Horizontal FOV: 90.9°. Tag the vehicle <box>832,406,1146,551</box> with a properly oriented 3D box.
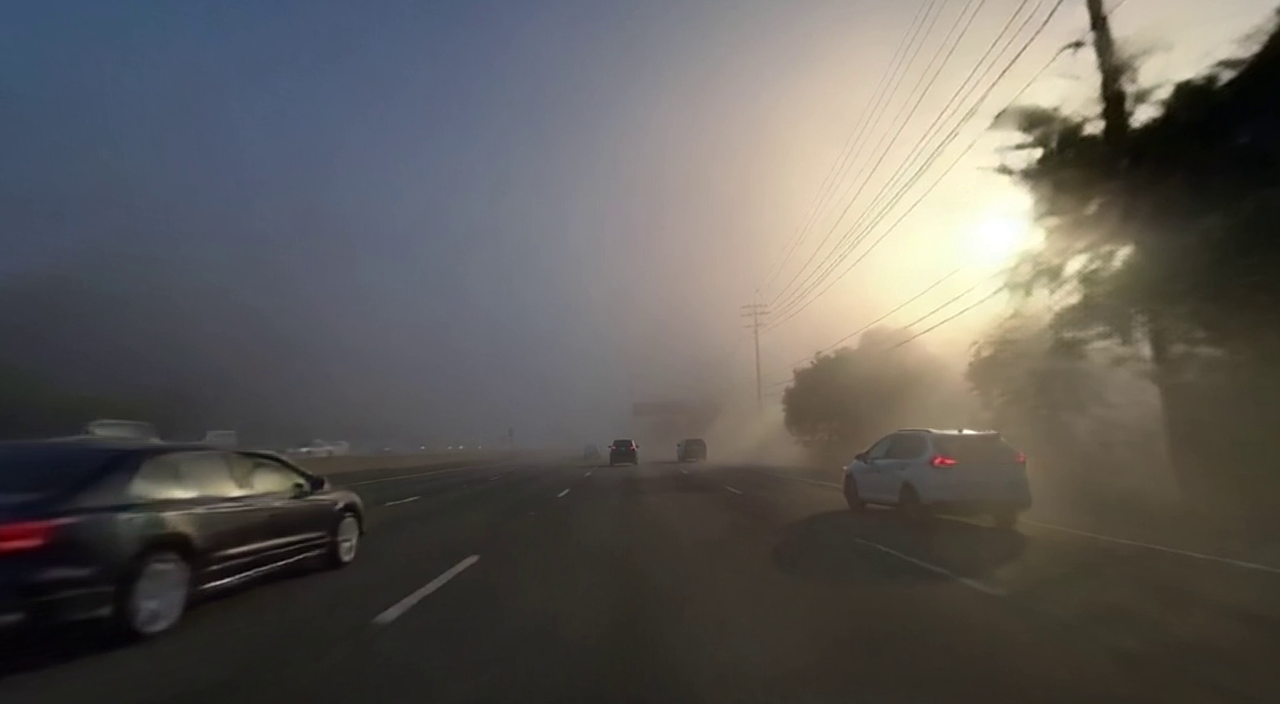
[{"bbox_3d":[4.946,1.864,10.029,2.102,1.723,4.745,0,-8,-3],"label":"vehicle"}]

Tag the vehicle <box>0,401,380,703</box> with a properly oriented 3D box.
[{"bbox_3d":[-4.212,1.301,4.967,2.091,1.562,5.220,0,-8,0],"label":"vehicle"}]

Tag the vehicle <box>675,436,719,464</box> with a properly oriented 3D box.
[{"bbox_3d":[3.600,6.340,40.985,2.099,1.720,4.829,0,-8,-4],"label":"vehicle"}]

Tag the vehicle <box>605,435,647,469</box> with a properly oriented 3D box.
[{"bbox_3d":[-0.824,5.546,35.165,2.192,1.769,4.287,0,-8,-2],"label":"vehicle"}]
